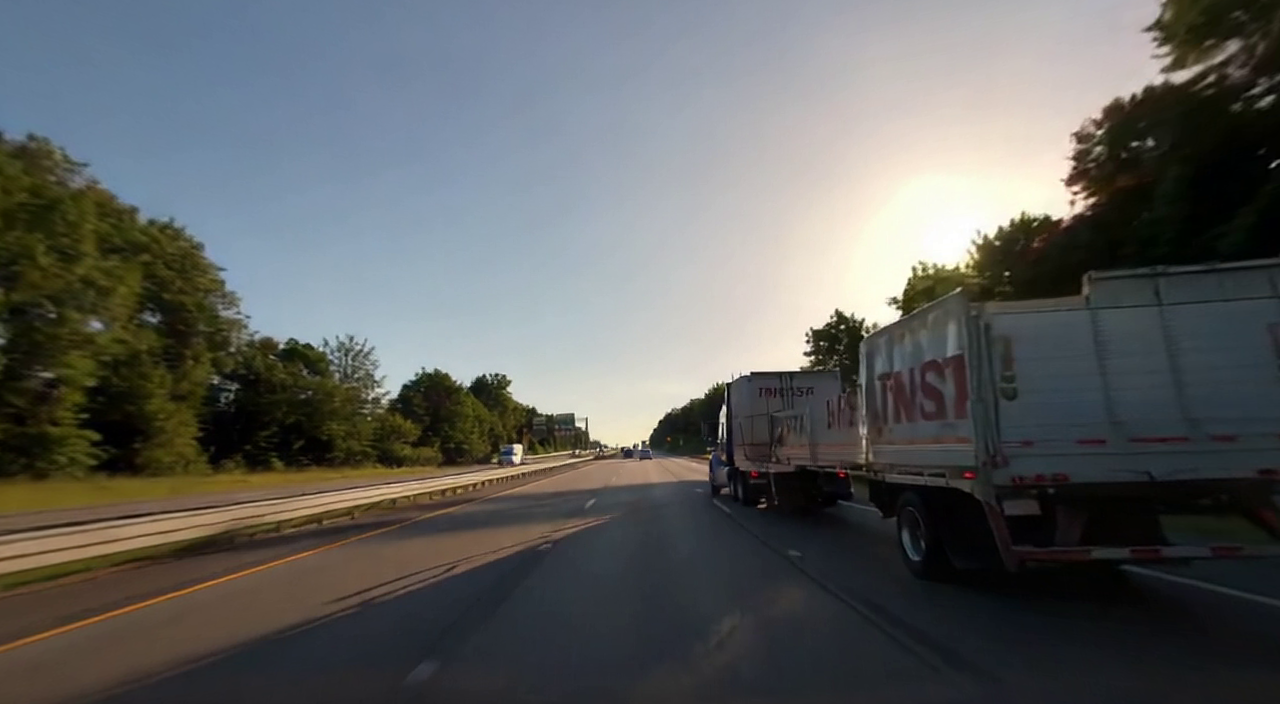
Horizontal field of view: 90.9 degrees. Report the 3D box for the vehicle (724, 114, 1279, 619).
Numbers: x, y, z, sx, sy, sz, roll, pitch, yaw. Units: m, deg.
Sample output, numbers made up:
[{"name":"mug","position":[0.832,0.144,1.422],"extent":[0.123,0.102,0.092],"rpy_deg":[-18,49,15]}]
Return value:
[{"name":"vehicle","position":[4.123,1.099,12.019],"extent":[2.947,4.020,14.220],"rpy_deg":[0,-9,-1]}]
